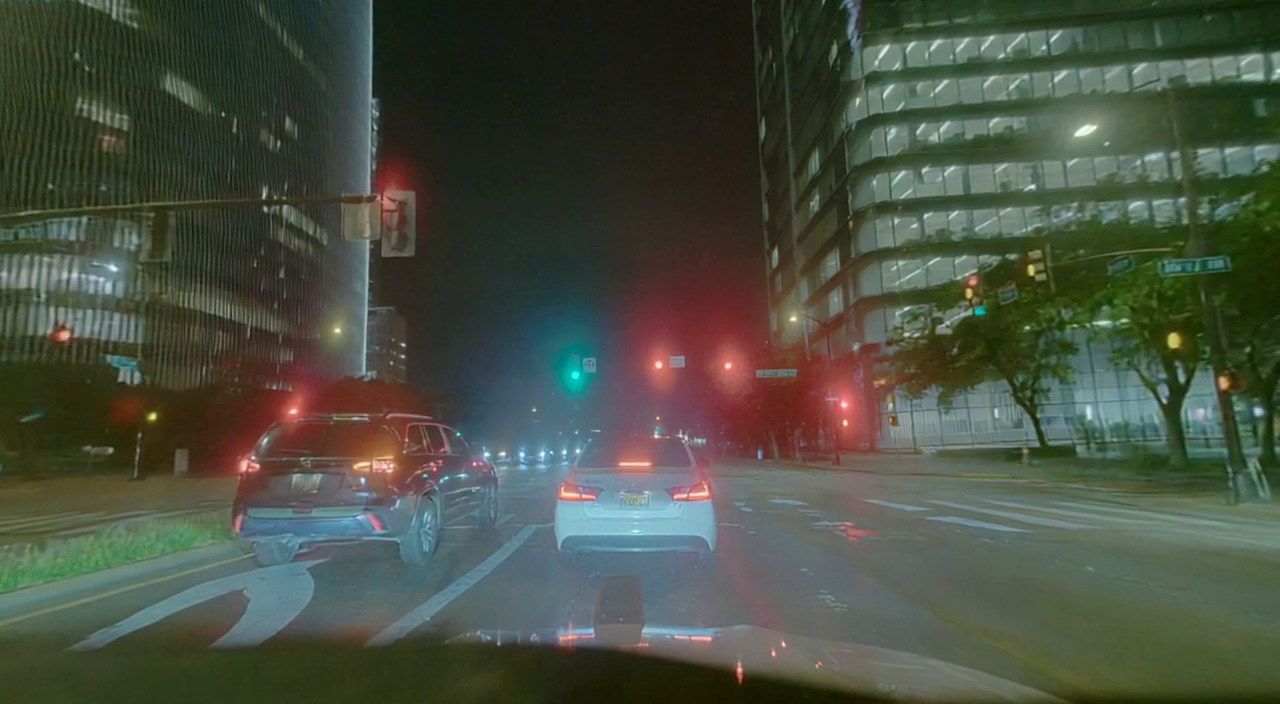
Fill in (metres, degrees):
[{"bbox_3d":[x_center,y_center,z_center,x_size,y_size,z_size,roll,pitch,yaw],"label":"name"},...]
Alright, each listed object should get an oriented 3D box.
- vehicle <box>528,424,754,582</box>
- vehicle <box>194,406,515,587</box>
[{"bbox_3d":[0.023,1.756,8.144,2.190,1.522,3.850,0,-8,0],"label":"vehicle"},{"bbox_3d":[-3.177,1.709,8.327,2.081,1.719,4.434,0,-8,1],"label":"vehicle"}]
